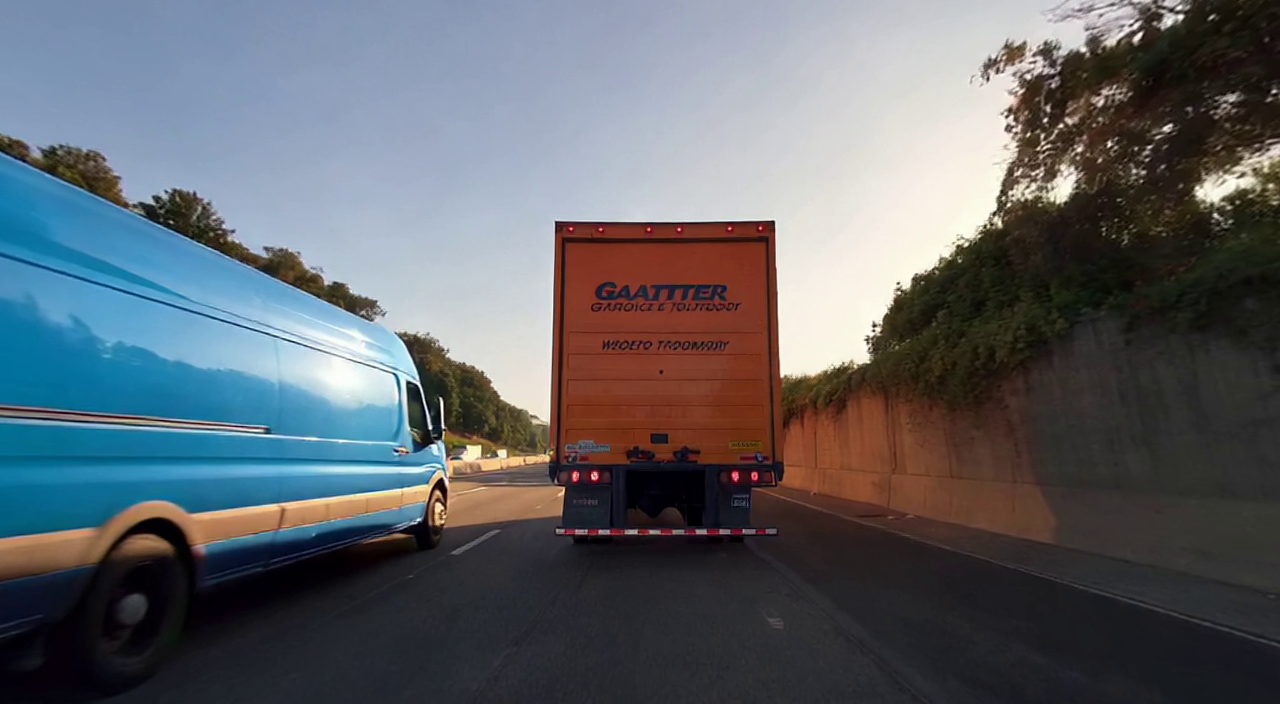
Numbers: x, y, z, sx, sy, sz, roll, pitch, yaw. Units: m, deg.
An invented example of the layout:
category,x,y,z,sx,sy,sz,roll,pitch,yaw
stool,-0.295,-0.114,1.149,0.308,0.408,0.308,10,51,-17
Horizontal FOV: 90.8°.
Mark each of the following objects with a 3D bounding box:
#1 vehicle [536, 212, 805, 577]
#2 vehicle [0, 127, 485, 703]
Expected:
category,x,y,z,sx,sy,sz,roll,pitch,yaw
vehicle,0.471,1.214,12.232,2.853,4.054,10.557,0,-9,2
vehicle,-4.415,1.024,6.855,2.790,2.893,10.715,0,-9,0
